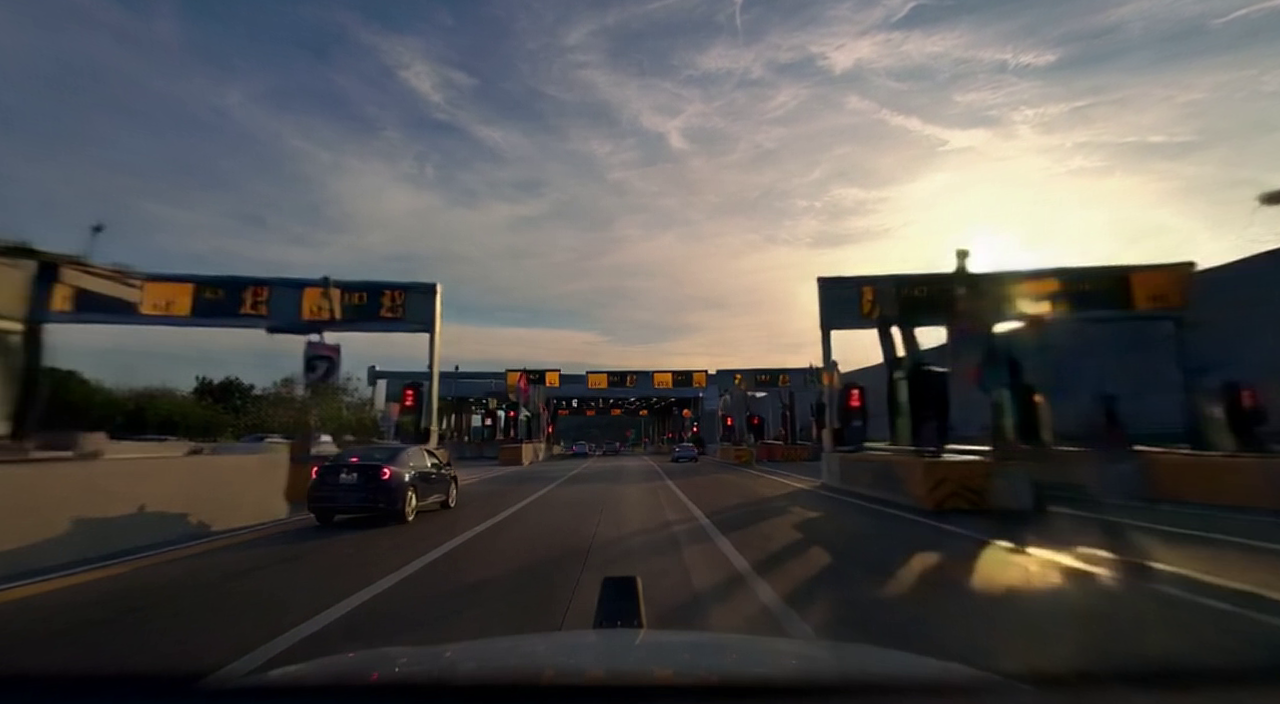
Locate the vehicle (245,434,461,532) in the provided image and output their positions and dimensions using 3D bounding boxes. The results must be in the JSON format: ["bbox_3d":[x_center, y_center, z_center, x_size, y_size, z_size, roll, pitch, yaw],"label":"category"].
[{"bbox_3d":[-4.973,2.310,11.797,1.981,1.465,4.334,0,-8,0],"label":"vehicle"}]

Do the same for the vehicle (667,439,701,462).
[{"bbox_3d":[3.317,7.572,48.651,2.072,1.639,4.919,0,-8,-2],"label":"vehicle"}]

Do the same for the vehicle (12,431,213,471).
[{"bbox_3d":[-20.404,3.841,24.711,2.116,1.402,5.632,-7,-11,40],"label":"vehicle"}]
